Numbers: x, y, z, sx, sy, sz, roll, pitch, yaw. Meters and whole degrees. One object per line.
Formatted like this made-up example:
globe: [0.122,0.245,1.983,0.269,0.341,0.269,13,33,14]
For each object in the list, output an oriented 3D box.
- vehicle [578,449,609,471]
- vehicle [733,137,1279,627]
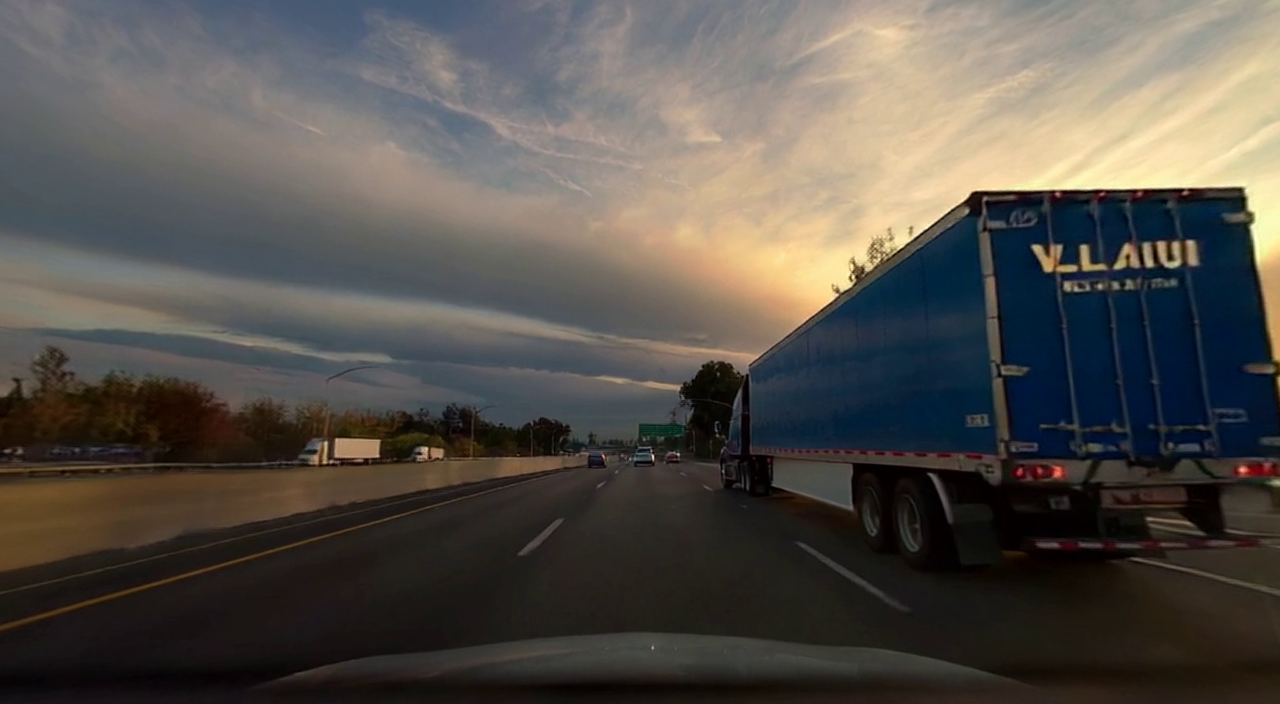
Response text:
vehicle: [-3.568,8.334,49.011,2.107,1.626,4.804,0,-9,0]
vehicle: [4.446,1.205,12.270,2.847,4.075,14.244,0,-9,-1]
